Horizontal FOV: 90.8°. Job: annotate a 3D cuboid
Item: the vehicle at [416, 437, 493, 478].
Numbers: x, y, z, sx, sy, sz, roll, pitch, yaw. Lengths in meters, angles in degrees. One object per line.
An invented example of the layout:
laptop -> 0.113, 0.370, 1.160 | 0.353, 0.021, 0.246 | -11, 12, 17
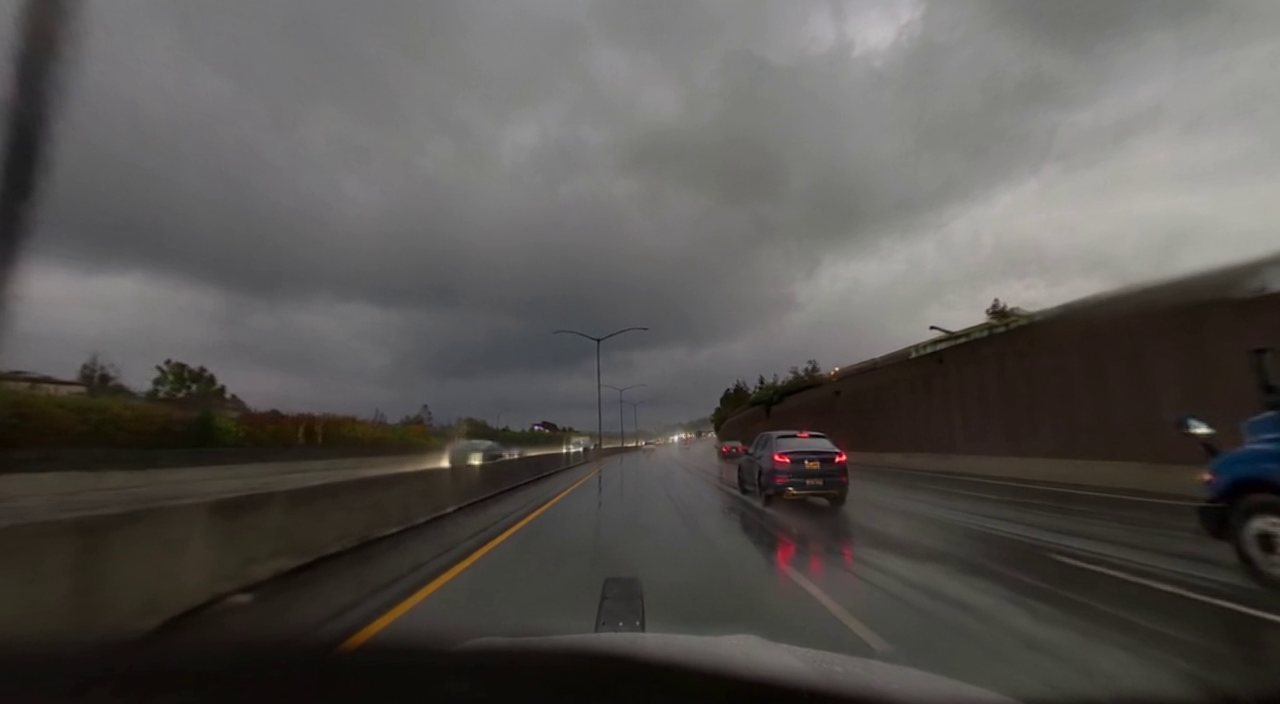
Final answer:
vehicle -> -7.281, 4.158, 25.157 | 1.945, 1.473, 3.701 | 0, -8, 0

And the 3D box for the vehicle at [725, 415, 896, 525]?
vehicle -> 2.975, 2.182, 12.164 | 1.973, 1.710, 4.476 | 0, -8, -1
